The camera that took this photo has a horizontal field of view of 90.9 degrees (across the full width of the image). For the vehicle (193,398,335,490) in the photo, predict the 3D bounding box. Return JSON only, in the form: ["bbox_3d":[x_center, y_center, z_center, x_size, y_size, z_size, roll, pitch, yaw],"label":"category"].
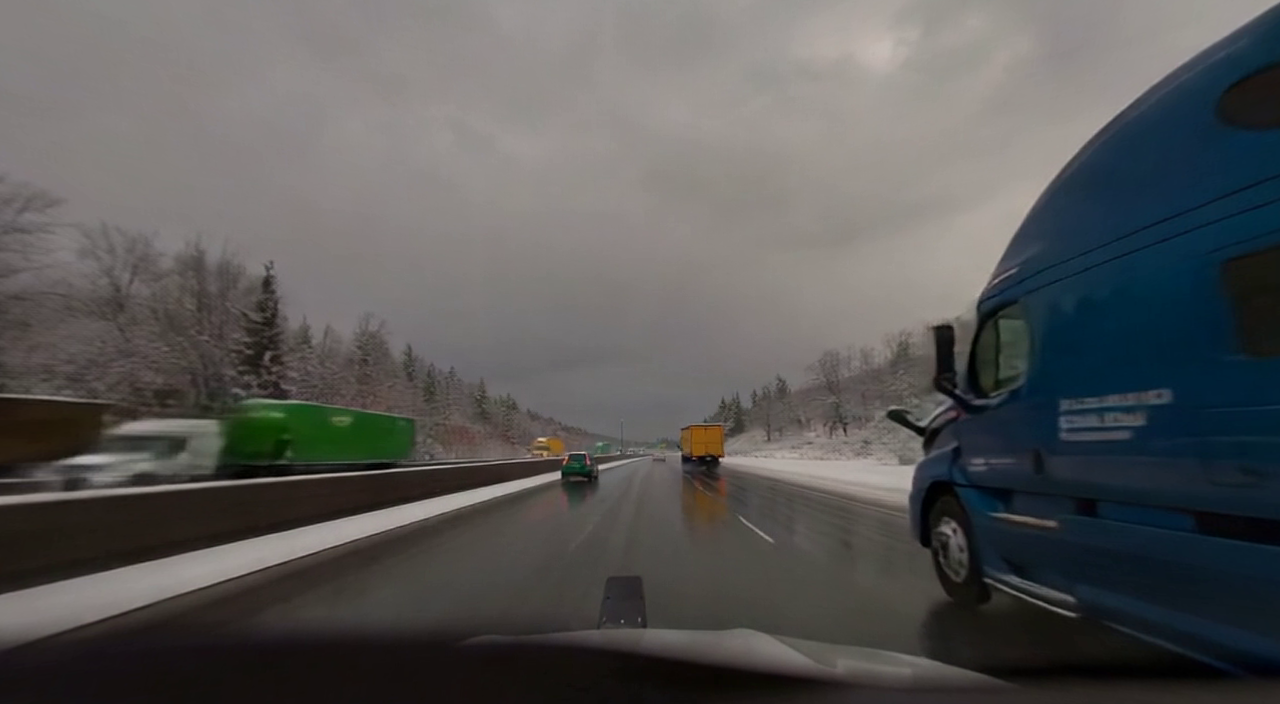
[{"bbox_3d":[-17.995,4.507,30.780,2.983,4.017,5.930,0,-9,1],"label":"vehicle"}]

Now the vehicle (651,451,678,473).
[{"bbox_3d":[1.782,8.242,47.524,1.957,1.541,4.099,0,-9,1],"label":"vehicle"}]

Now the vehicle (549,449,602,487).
[{"bbox_3d":[-2.835,5.205,28.647,1.960,1.579,4.384,0,-9,0],"label":"vehicle"}]

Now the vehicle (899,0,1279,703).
[{"bbox_3d":[4.454,0.051,3.960,3.020,3.962,5.781,0,-9,0],"label":"vehicle"}]

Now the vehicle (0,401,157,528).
[{"bbox_3d":[-14.670,2.574,14.536,2.210,2.679,5.840,0,-9,2],"label":"vehicle"}]
